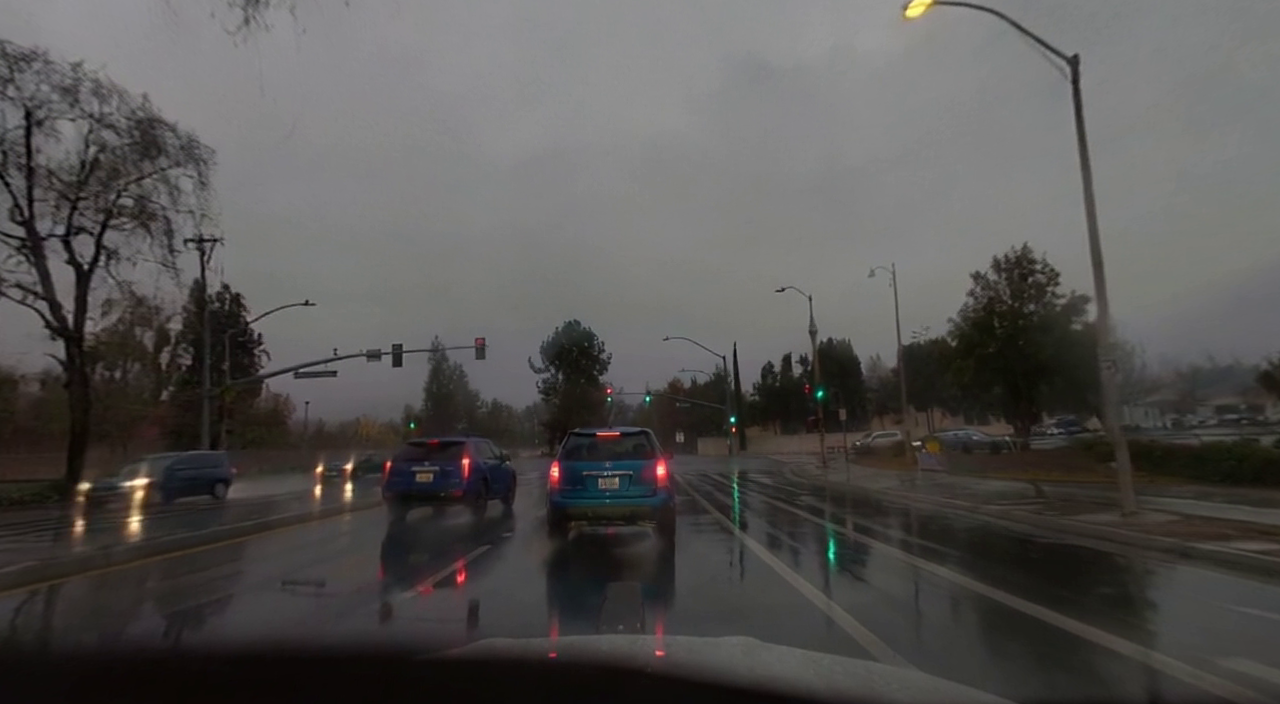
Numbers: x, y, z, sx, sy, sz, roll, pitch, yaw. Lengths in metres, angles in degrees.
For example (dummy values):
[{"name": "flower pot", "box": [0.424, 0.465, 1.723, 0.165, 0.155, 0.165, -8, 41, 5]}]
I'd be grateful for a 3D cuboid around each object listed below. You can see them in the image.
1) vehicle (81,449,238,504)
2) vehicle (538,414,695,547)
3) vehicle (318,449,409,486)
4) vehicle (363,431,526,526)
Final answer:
[{"name": "vehicle", "box": [-16.182, 4.207, 21.641, 2.003, 1.653, 4.388, 0, -10, -2]}, {"name": "vehicle", "box": [-0.308, 2.124, 11.166, 2.131, 1.793, 5.016, 0, -9, 0]}, {"name": "vehicle", "box": [-12.234, 5.098, 28.313, 1.935, 1.488, 4.611, 0, -9, 1]}, {"name": "vehicle", "box": [-3.905, 2.597, 13.556, 2.009, 1.673, 4.454, 0, -9, 1]}]
